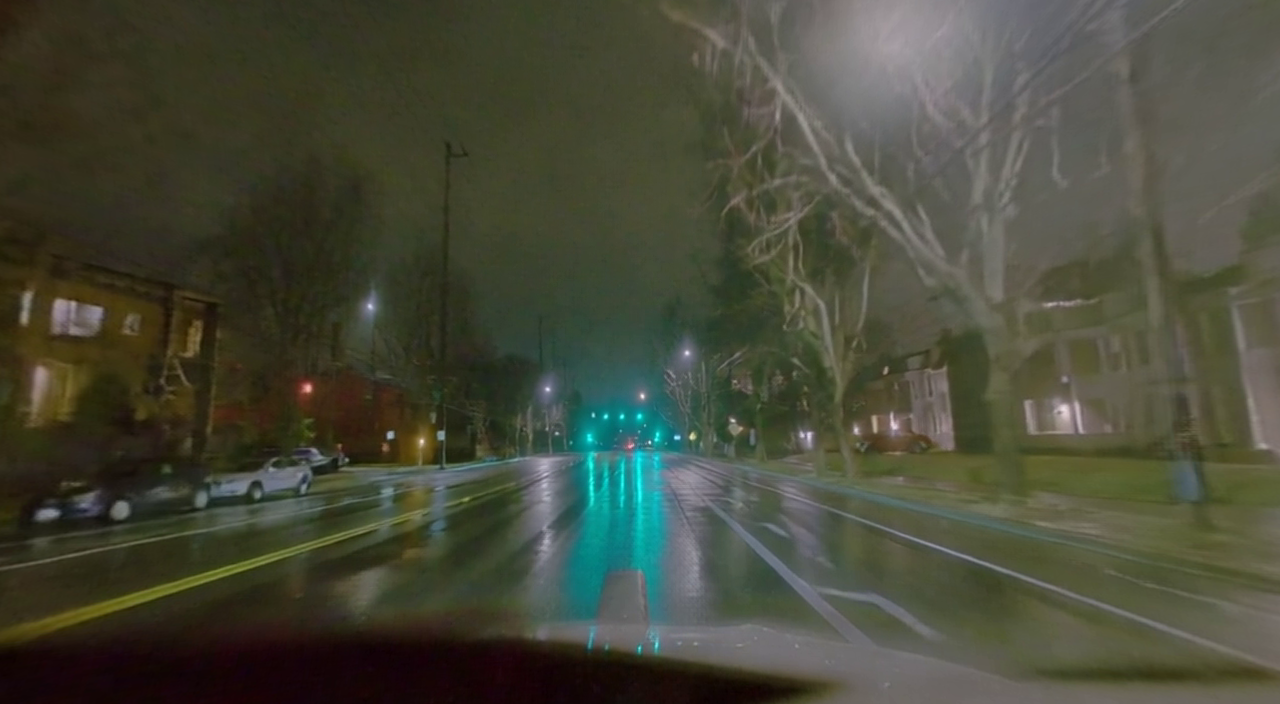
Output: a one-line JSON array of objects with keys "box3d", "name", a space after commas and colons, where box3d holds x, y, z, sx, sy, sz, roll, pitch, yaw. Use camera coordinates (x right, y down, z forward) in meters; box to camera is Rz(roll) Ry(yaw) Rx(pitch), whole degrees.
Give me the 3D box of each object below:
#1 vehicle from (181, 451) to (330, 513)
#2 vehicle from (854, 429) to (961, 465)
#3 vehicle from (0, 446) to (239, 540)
[{"box3d": [-11.745, 3.937, 19.668, 1.888, 1.439, 4.351, -2, -6, 1], "name": "vehicle"}, {"box3d": [14.075, 5.015, 33.433, 4.907, 1.693, 2.081, 0, -7, 13], "name": "vehicle"}, {"box3d": [-11.814, 3.067, 14.515, 2.023, 1.629, 4.822, -2, -7, -1], "name": "vehicle"}]
